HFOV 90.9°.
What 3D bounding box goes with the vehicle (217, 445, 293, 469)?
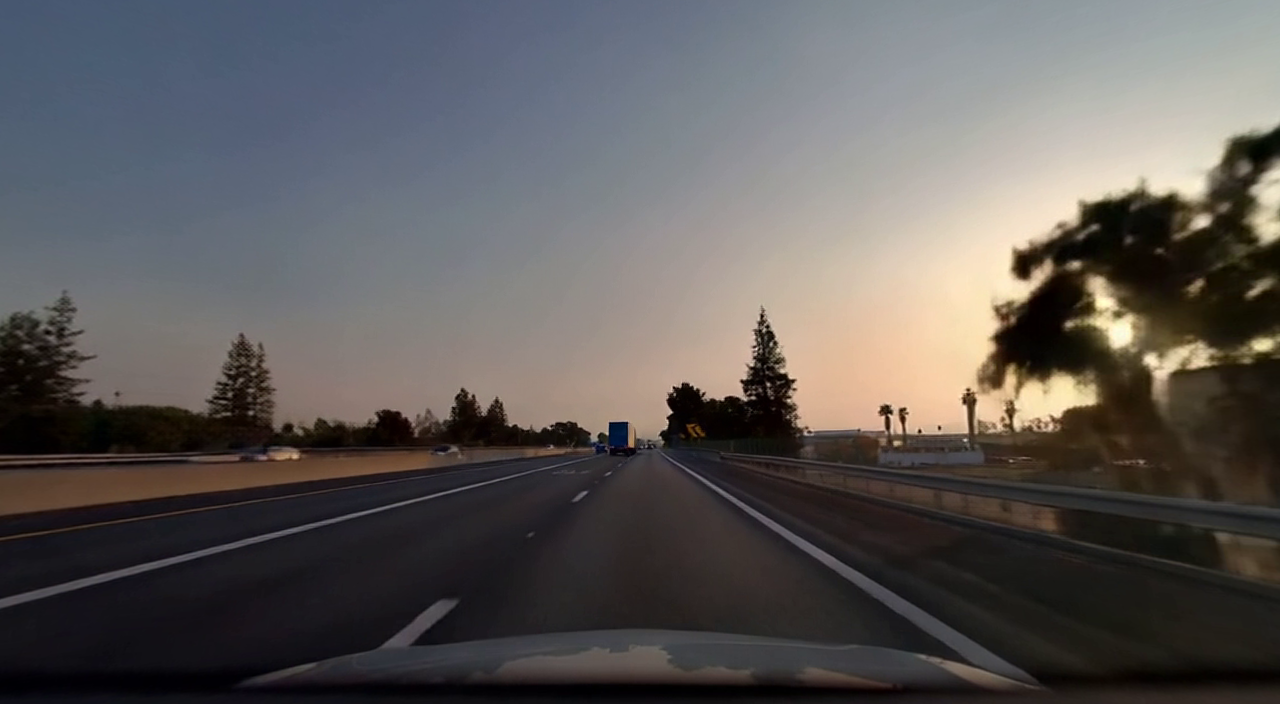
[{"bbox_3d":[-26.071,7.092,42.904,1.866,1.493,5.057,0,-8,1],"label":"vehicle"}]
